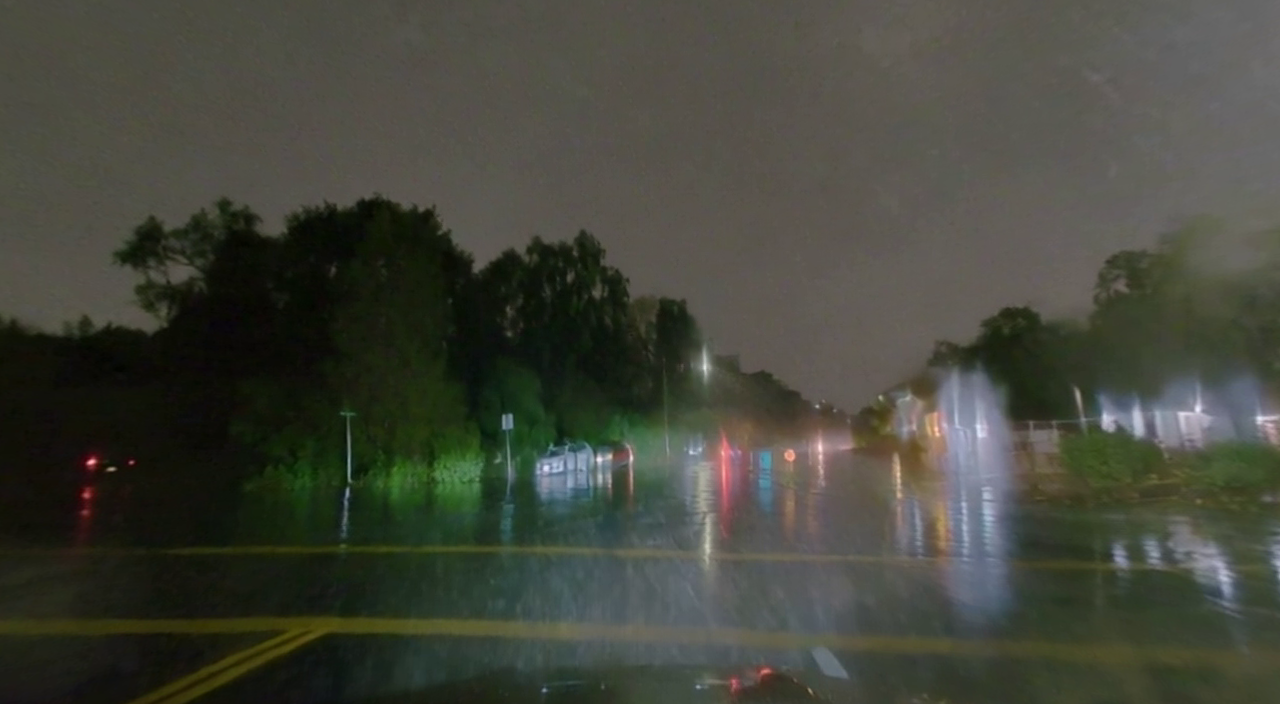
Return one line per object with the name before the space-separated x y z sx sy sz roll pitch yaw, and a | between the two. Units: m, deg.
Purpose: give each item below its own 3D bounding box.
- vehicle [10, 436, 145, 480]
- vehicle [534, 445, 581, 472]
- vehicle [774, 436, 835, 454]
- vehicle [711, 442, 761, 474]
vehicle | -25.262 4.731 28.333 4.986 1.796 2.066 -2 -9 17
vehicle | -4.825 6.308 37.601 2.102 1.507 4.049 0 -8 2
vehicle | 12.906 7.328 49.625 4.310 1.378 1.698 0 -8 3
vehicle | 4.686 5.237 31.448 2.051 1.461 4.100 0 -8 3
